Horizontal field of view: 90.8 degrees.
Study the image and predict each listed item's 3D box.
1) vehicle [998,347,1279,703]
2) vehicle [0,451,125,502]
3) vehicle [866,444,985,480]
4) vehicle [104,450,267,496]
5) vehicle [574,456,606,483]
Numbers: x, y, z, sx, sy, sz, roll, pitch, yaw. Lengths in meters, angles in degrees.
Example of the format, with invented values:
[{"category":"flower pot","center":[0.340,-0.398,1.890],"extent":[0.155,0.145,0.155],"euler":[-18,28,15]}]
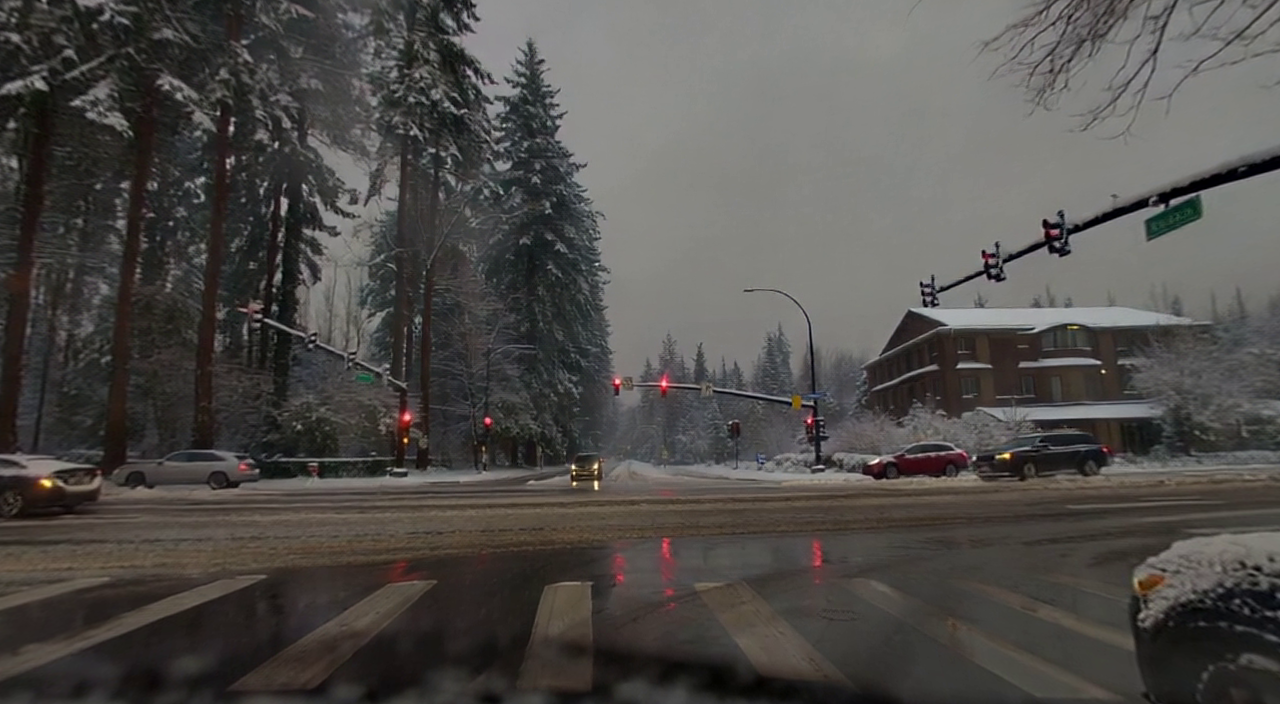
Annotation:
[{"category":"vehicle","center":[3.737,0.893,2.843],"extent":[2.227,1.705,4.719],"euler":[-2,-8,11]},{"category":"vehicle","center":[-22.070,4.462,22.881],"extent":[4.748,1.727,2.325],"euler":[0,-8,1]},{"category":"vehicle","center":[15.581,6.011,34.770],"extent":[5.220,1.897,2.596],"euler":[0,-8,0]},{"category":"vehicle","center":[-18.737,5.013,26.289],"extent":[4.798,1.763,2.536],"euler":[0,-10,0]},{"category":"vehicle","center":[-3.554,8.430,45.477],"extent":[2.162,1.740,4.728],"euler":[0,-8,-3]}]
